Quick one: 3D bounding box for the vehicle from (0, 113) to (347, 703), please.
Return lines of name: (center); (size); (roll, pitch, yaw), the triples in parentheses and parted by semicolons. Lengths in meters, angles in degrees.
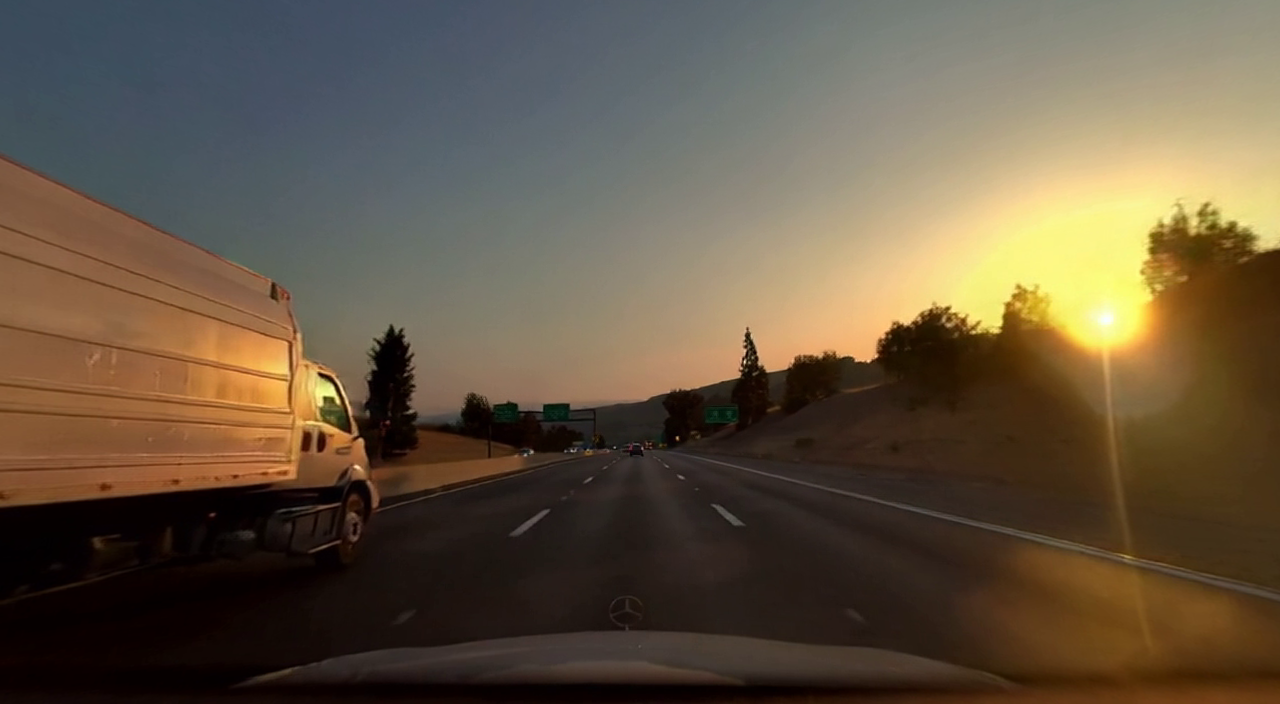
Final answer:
vehicle: (-3.893, 0.252, 2.258); (2.443, 2.586, 6.701); (0, -8, 0)
